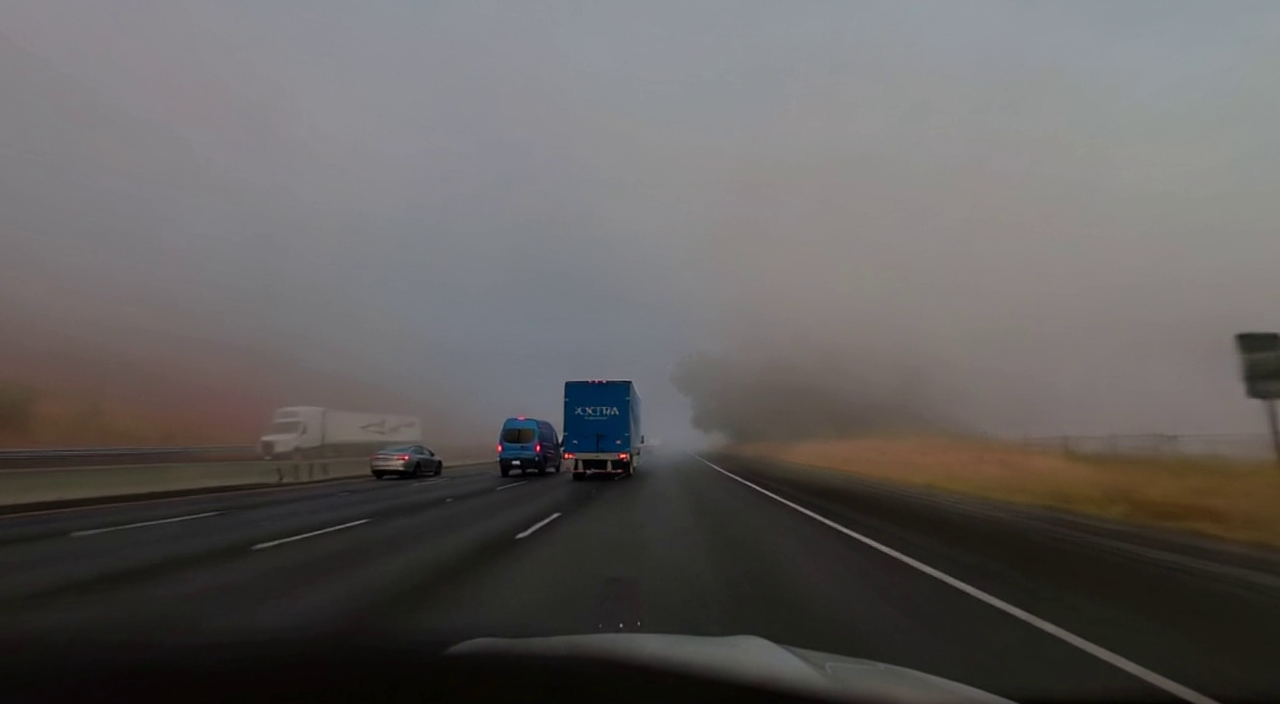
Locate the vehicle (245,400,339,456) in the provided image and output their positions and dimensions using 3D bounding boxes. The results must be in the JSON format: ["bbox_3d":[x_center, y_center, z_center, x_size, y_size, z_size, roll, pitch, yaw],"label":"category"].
[{"bbox_3d":[-25.836,5.709,47.131,3.028,3.824,6.239,0,-8,3],"label":"vehicle"}]

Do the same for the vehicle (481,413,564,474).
[{"bbox_3d":[-5.460,4.399,30.277,2.469,2.615,5.874,0,-8,3],"label":"vehicle"}]

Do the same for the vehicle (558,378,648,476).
[{"bbox_3d":[-1.457,3.850,30.878,3.183,4.011,9.617,0,-9,4],"label":"vehicle"}]

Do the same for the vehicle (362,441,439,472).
[{"bbox_3d":[-12.267,5.380,32.619,1.901,1.487,4.622,0,-8,4],"label":"vehicle"}]
